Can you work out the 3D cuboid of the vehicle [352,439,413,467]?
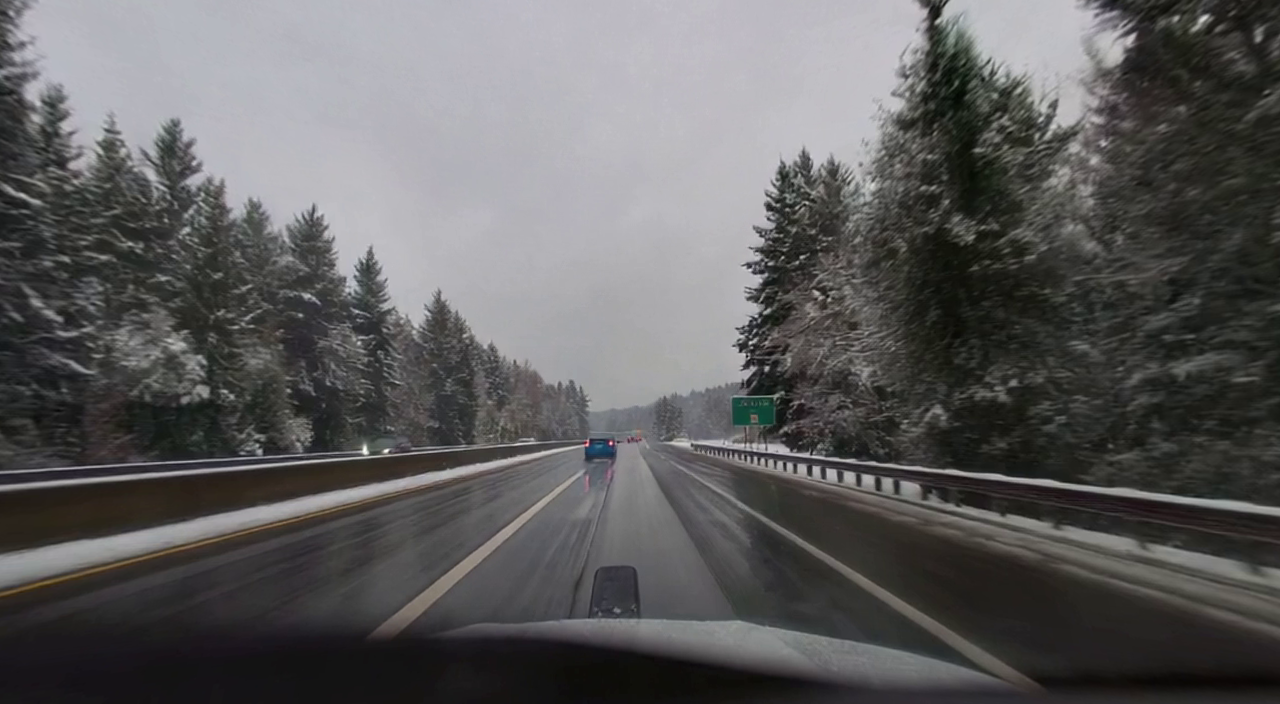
[{"bbox_3d":[-16.255,6.358,40.081,2.047,1.671,4.414,0,-8,-1],"label":"vehicle"}]

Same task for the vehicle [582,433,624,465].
[{"bbox_3d":[-2.019,5.420,35.496,2.094,1.653,4.283,0,-8,1],"label":"vehicle"}]
